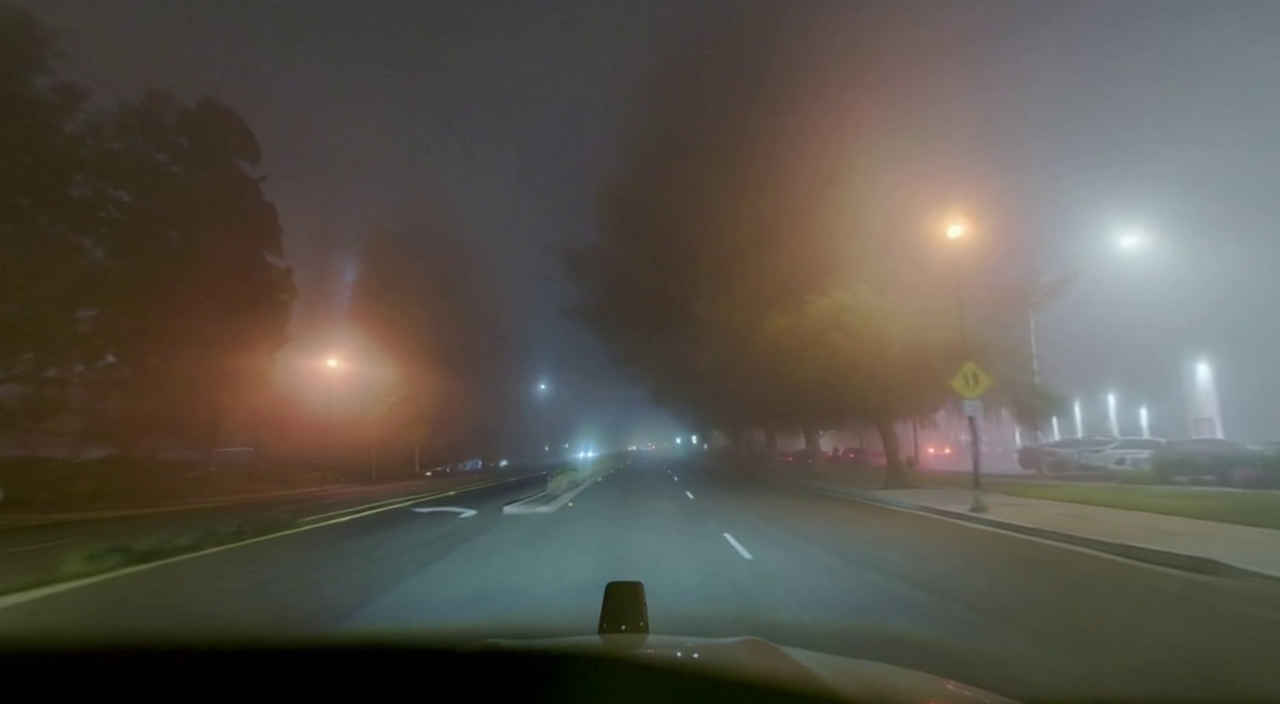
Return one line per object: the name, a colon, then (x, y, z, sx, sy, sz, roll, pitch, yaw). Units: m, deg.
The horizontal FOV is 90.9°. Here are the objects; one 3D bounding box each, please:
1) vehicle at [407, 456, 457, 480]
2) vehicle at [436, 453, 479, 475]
vehicle: (-13.926, 7.756, 42.436, 1.835, 1.434, 4.325, 0, -9, 0)
vehicle: (-13.839, 8.496, 47.998, 1.816, 1.567, 3.957, -1, -9, 3)
